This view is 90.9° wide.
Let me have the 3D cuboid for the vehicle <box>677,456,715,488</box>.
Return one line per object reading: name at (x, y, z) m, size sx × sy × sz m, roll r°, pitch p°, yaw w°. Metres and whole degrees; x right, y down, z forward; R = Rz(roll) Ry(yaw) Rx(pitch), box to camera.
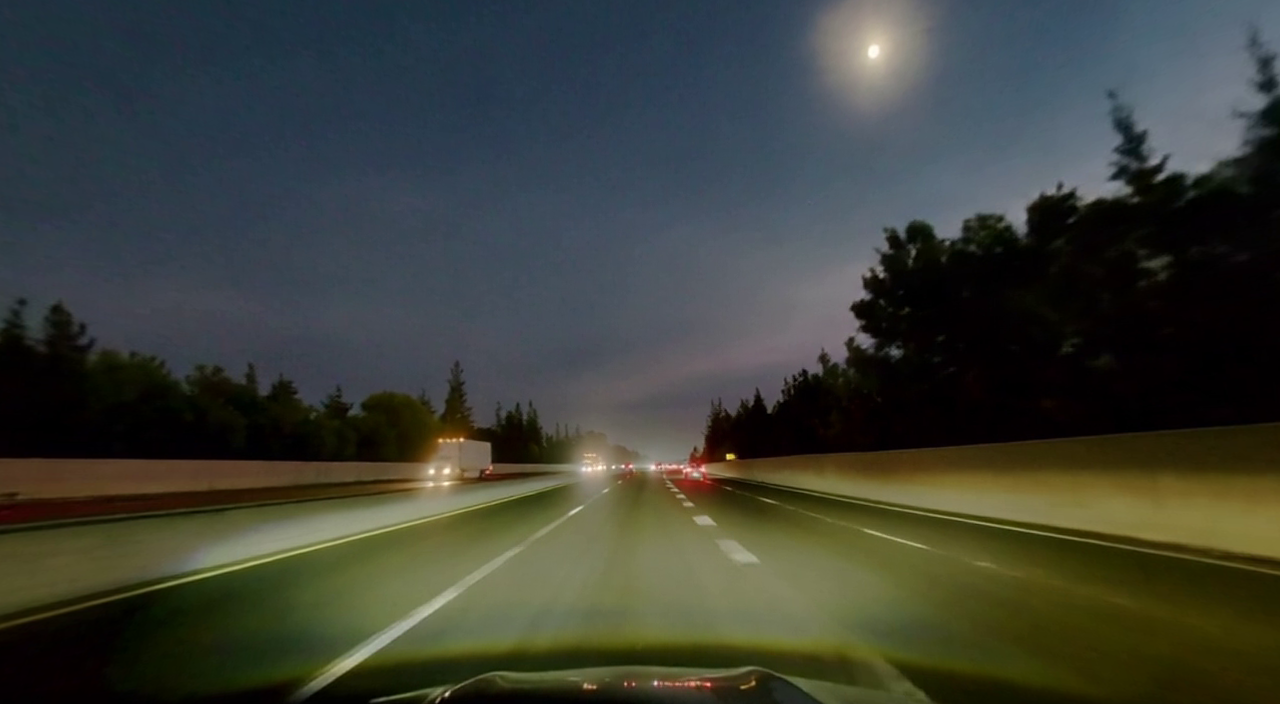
vehicle at (3.705, 8.024, 42.205) m, size 2.093 × 1.933 × 4.623 m, roll 1°, pitch -10°, yaw 0°
